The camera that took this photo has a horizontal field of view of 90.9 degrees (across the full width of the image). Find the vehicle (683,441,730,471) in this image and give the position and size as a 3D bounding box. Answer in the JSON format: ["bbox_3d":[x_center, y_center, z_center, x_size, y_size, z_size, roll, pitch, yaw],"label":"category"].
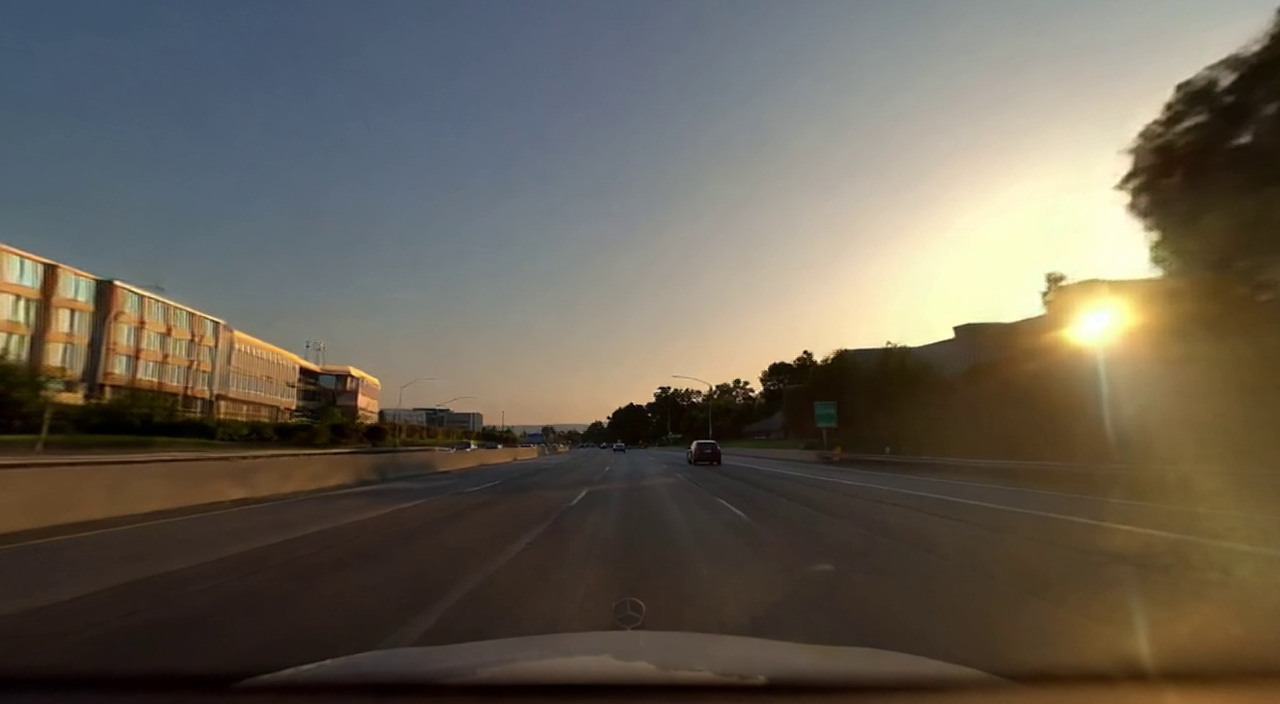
[{"bbox_3d":[3.458,5.527,33.566,1.926,1.477,4.025,0,-9,-2],"label":"vehicle"}]
